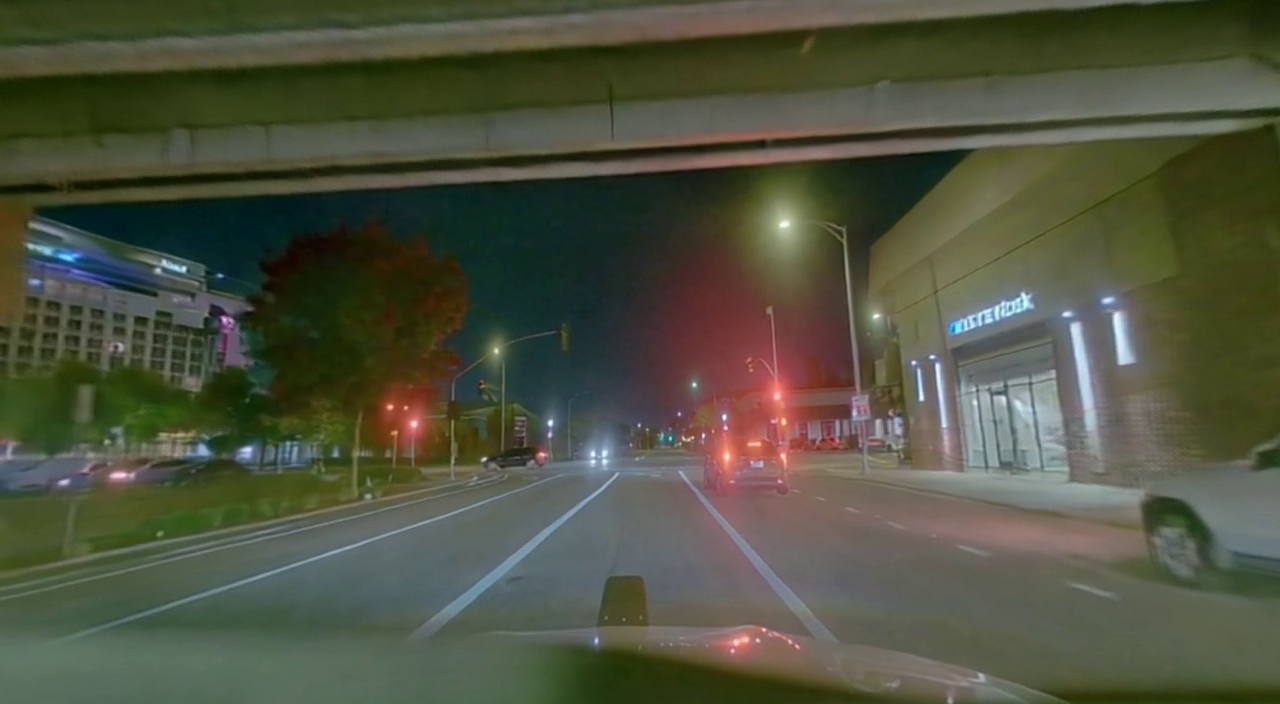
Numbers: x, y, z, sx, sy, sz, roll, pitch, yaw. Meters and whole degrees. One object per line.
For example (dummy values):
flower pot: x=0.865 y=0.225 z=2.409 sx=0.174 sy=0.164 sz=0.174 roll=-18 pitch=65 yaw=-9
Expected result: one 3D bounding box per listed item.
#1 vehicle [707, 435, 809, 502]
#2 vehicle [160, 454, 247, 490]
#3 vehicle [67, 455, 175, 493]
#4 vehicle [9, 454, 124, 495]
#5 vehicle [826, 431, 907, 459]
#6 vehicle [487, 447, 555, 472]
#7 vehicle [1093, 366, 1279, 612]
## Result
vehicle: x=3.004 y=3.043 z=16.859 sx=1.947 sy=1.576 sz=3.825 roll=0 pitch=-9 yaw=0
vehicle: x=-22.854 y=6.250 z=33.202 sx=1.757 sy=1.699 sz=3.854 roll=0 pitch=-9 yaw=1
vehicle: x=-27.228 y=6.363 z=33.316 sx=1.807 sy=1.795 sz=4.566 roll=0 pitch=-9 yaw=0
vehicle: x=-29.993 y=6.360 z=33.194 sx=1.811 sy=1.942 sz=4.376 roll=0 pitch=-9 yaw=1
vehicle: x=15.117 y=6.256 z=42.277 sx=4.611 sy=1.778 sz=1.939 roll=0 pitch=-9 yaw=1
vehicle: x=-7.796 y=7.002 z=41.208 sx=4.037 sy=1.562 sz=2.099 roll=-7 pitch=-11 yaw=36
vehicle: x=6.770 y=1.070 z=4.703 sx=2.433 sy=2.116 sz=5.789 roll=0 pitch=-9 yaw=0
